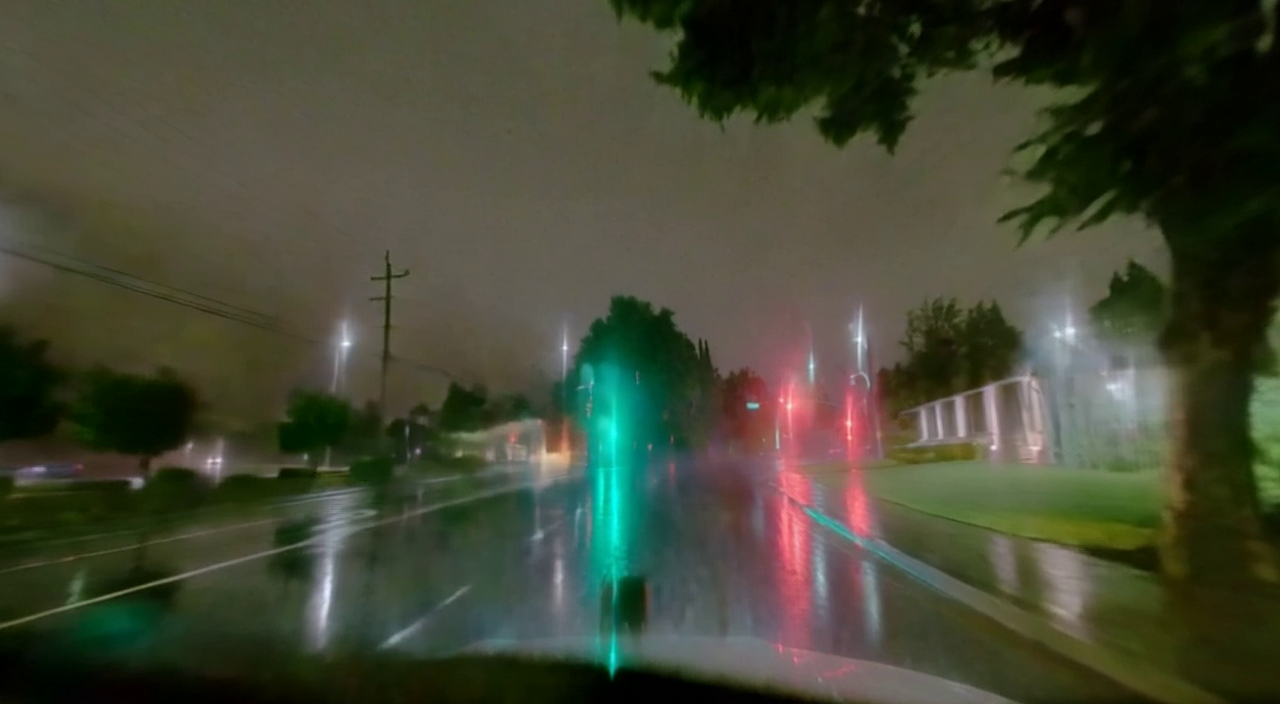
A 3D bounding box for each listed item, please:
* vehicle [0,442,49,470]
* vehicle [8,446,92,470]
[{"bbox_3d":[-37.270,6.086,36.853,3.771,1.554,1.826,-1,-9,7],"label":"vehicle"},{"bbox_3d":[-36.933,6.609,39.514,3.737,1.444,1.680,-1,-9,6],"label":"vehicle"}]
